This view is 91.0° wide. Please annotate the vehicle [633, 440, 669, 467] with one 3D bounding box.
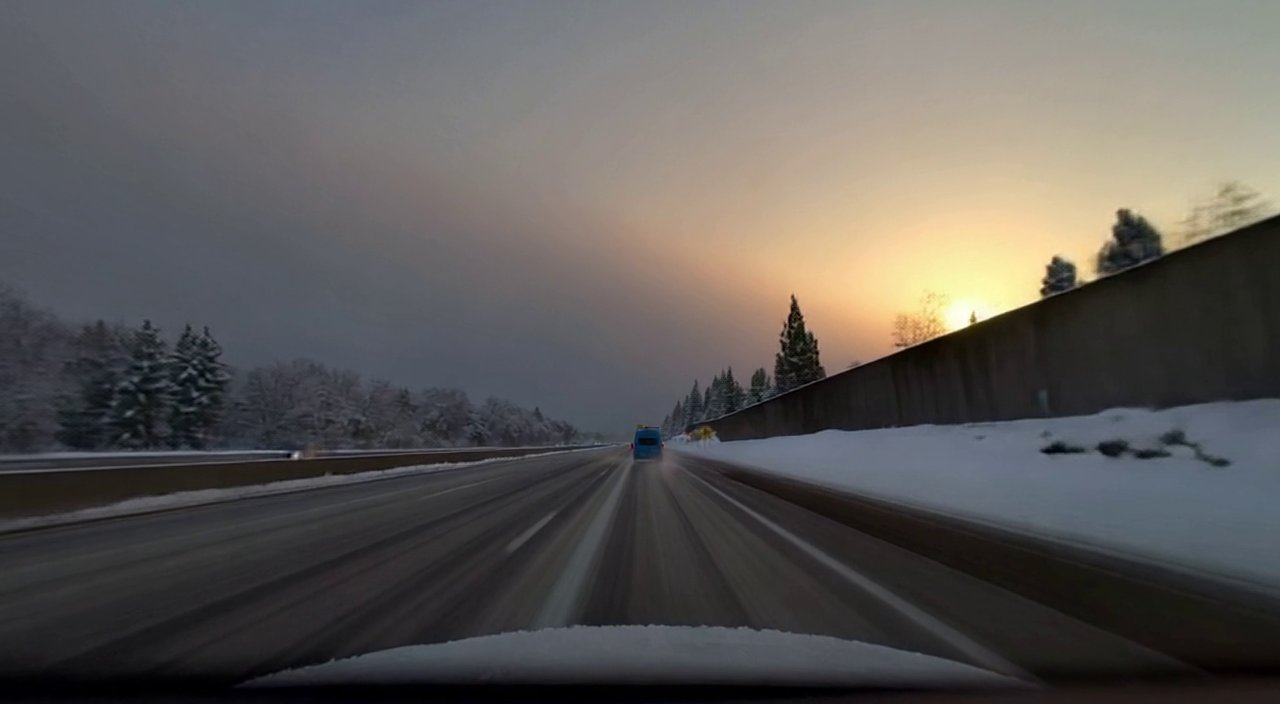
[{"bbox_3d":[0.607,5.916,36.813,1.997,1.484,3.409,0,-8,0],"label":"vehicle"}]
